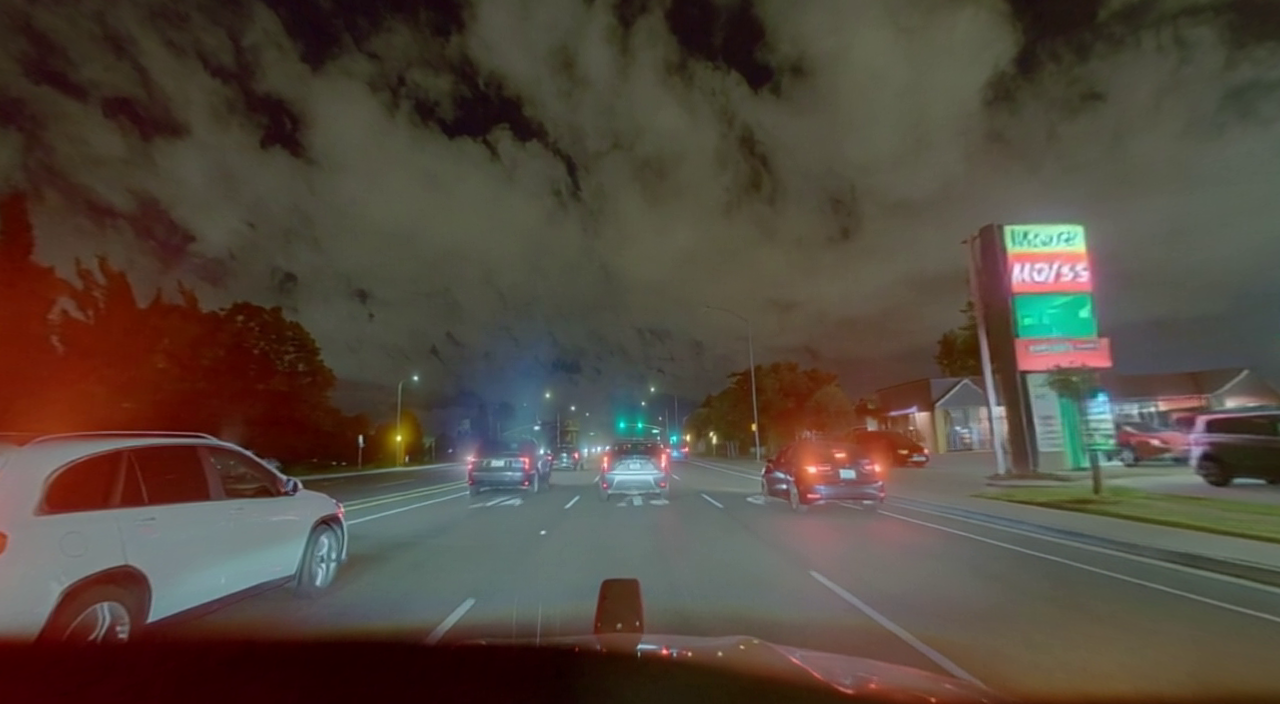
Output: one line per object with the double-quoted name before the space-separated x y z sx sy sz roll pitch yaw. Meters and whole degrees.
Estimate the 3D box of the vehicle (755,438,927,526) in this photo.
"vehicle" 3.791 2.522 12.925 1.888 1.456 4.589 0 -8 -2

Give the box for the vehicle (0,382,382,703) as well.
"vehicle" -3.590 1.191 4.427 1.864 1.574 4.031 0 -8 0

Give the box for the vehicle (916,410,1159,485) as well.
"vehicle" 12.306 3.042 19.948 5.966 1.991 2.353 -9 -12 43

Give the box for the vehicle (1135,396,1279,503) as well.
"vehicle" 11.626 1.714 11.170 1.918 1.765 4.668 0 -8 0

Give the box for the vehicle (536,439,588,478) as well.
"vehicle" -3.524 4.876 29.132 1.871 1.673 3.920 0 -8 0

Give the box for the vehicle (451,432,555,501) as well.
"vehicle" -3.668 3.145 17.755 1.932 1.695 4.150 0 -8 1

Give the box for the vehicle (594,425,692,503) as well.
"vehicle" 0.047 2.938 16.968 2.279 1.803 4.254 0 -8 -1
